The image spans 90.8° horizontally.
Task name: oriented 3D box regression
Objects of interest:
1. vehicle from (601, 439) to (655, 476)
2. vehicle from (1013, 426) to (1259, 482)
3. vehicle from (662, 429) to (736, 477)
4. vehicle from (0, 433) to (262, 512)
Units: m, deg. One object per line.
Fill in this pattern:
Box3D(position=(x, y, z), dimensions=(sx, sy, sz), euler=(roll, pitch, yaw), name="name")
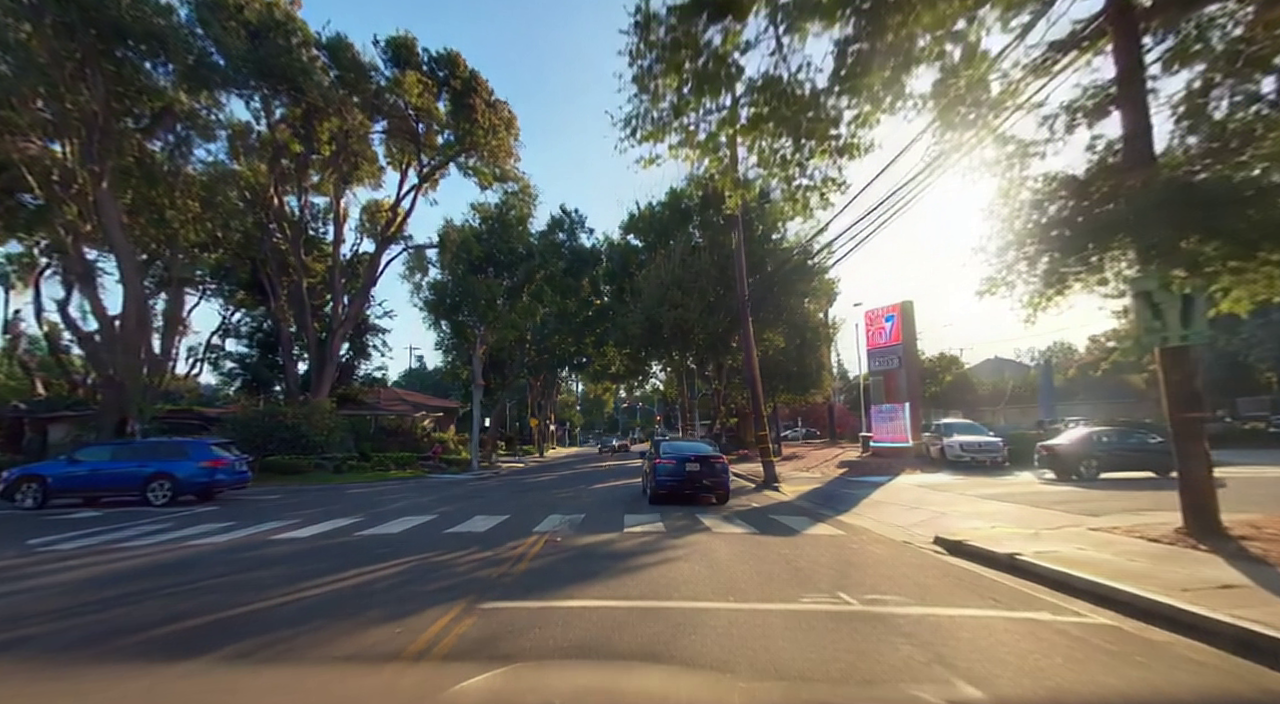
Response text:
Box3D(position=(-0.578, 4.415, 26.696), dimensions=(1.874, 1.427, 3.976), euler=(1, -9, -6), name="vehicle")
Box3D(position=(13.123, 2.736, 17.002), dimensions=(4.872, 1.400, 1.955), euler=(0, -8, 3), name="vehicle")
Box3D(position=(2.439, 4.412, 27.740), dimensions=(2.553, 1.868, 5.536), euler=(0, -8, -2), name="vehicle")
Box3D(position=(-13.792, 3.142, 16.814), dimensions=(5.866, 1.904, 2.197), euler=(1, -9, -6), name="vehicle")
